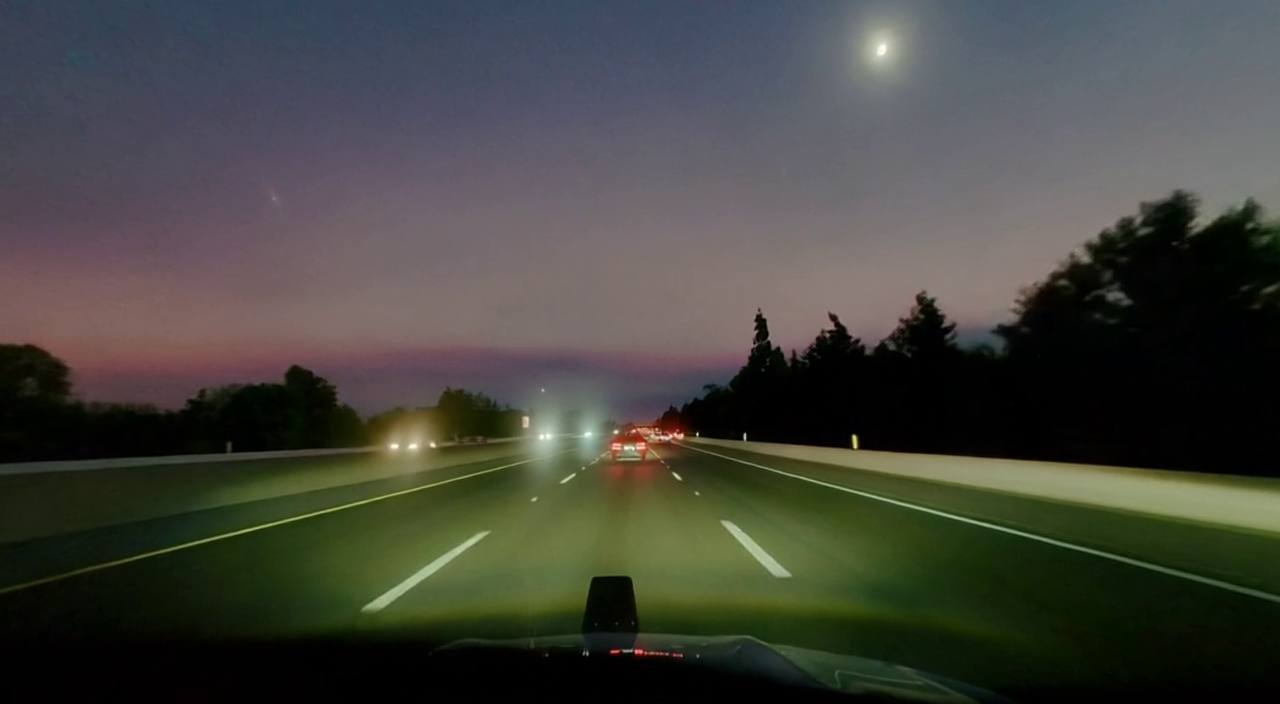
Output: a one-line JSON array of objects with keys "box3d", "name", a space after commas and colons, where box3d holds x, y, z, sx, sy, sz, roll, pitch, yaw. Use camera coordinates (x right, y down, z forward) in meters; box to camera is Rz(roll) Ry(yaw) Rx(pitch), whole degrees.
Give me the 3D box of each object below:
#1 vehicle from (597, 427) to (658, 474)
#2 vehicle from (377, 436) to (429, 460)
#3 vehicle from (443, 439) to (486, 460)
[{"box3d": [-0.451, 3.671, 23.755, 2.094, 1.600, 3.666, 0, -8, -1], "name": "vehicle"}, {"box3d": [-16.468, 6.695, 43.971, 2.034, 1.584, 4.118, 0, -8, 0], "name": "vehicle"}, {"box3d": [-12.767, 7.071, 46.074, 1.907, 1.444, 4.397, 0, -8, 0], "name": "vehicle"}]
